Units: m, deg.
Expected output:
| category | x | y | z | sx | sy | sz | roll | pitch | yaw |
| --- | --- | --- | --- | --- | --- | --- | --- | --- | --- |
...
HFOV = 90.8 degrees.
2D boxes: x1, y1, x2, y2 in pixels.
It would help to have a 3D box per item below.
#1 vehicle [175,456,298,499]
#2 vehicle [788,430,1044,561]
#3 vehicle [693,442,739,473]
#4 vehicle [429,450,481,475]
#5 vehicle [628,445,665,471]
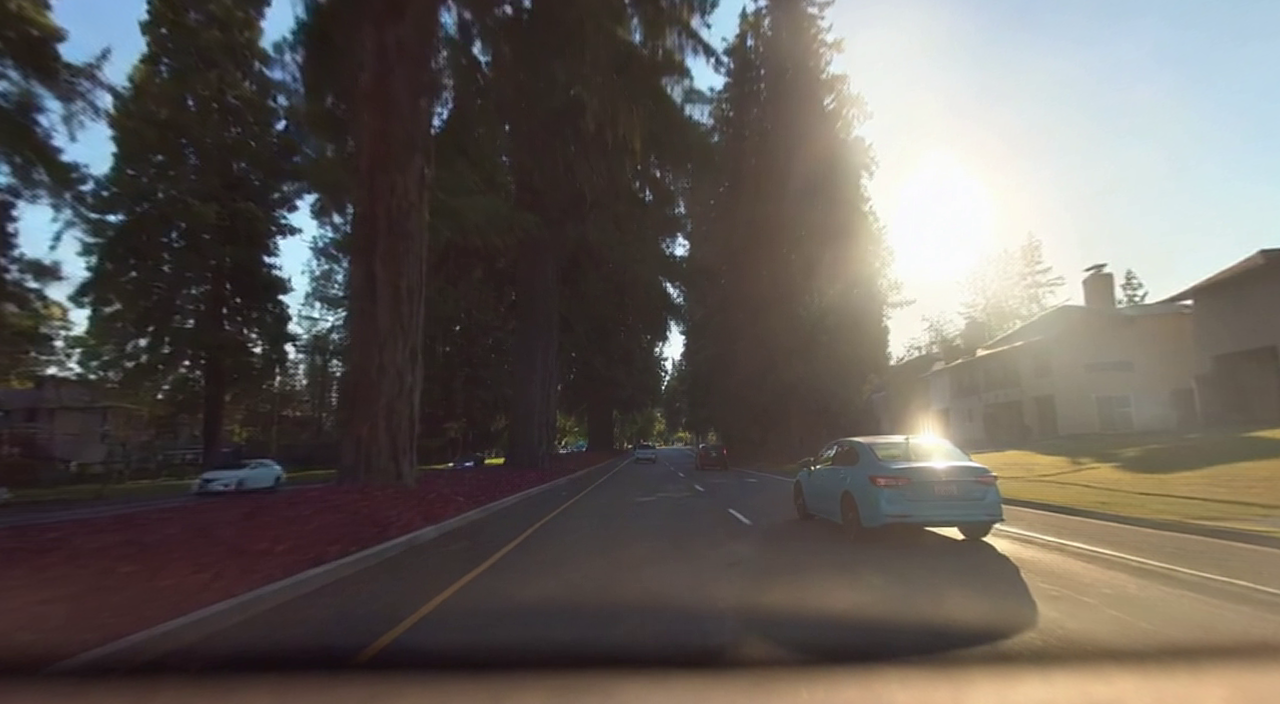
| category | x | y | z | sx | sy | sz | roll | pitch | yaw |
| --- | --- | --- | --- | --- | --- | --- | --- | --- | --- |
| vehicle | -16.095 | 5.001 | 25.564 | 1.855 | 1.449 | 4.662 | 0 | -8 | 1 |
| vehicle | 3.741 | 1.998 | 9.555 | 1.985 | 1.529 | 4.147 | 0 | -8 | 0 |
| vehicle | 4.295 | 5.988 | 36.176 | 2.074 | 1.652 | 4.340 | 0 | -8 | 0 |
| vehicle | -11.682 | 7.017 | 40.244 | 1.907 | 1.456 | 4.520 | 0 | -8 | 1 |
| vehicle | 0.374 | 6.308 | 37.778 | 2.082 | 1.473 | 4.028 | 0 | -8 | 0 |
